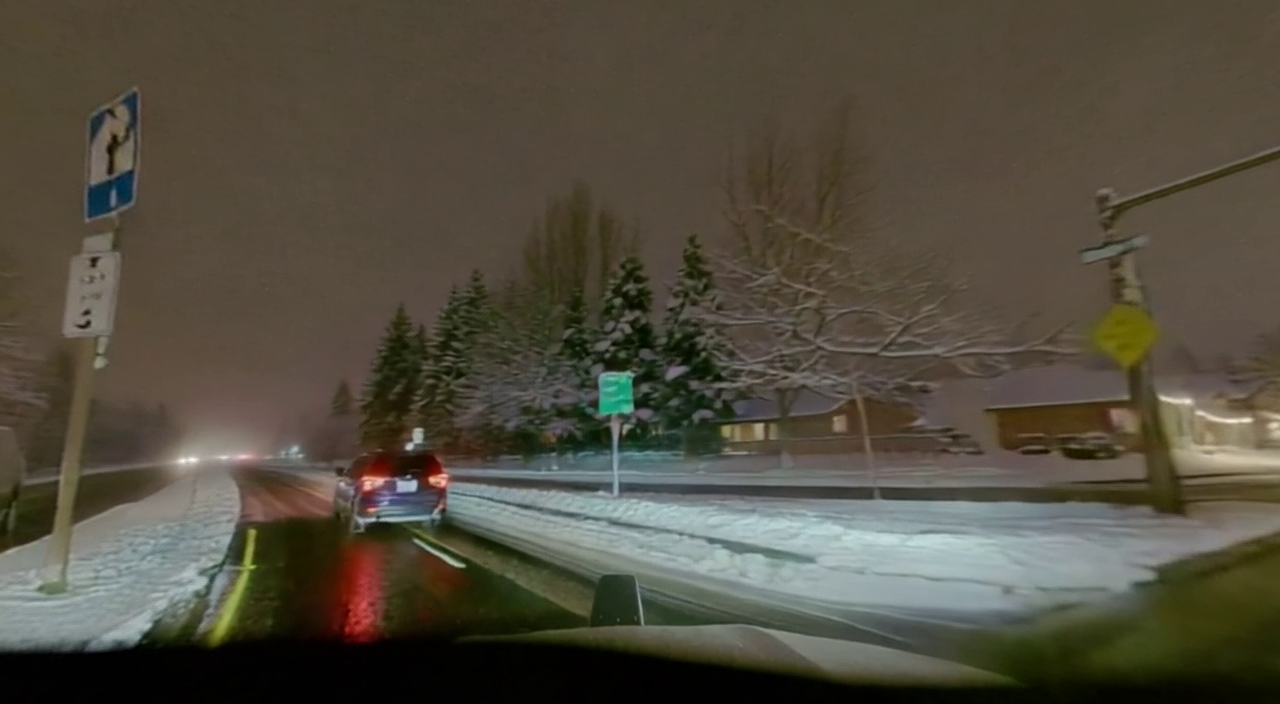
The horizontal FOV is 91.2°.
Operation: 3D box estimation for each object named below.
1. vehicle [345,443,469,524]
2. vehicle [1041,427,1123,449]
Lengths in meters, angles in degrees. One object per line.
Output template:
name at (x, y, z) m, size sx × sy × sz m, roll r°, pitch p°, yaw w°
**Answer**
vehicle at (-5.350, 2.850, 14.098) m, size 2.014 × 1.525 × 3.670 m, roll 4°, pitch -10°, yaw -29°
vehicle at (32.667, 6.420, 46.470) m, size 1.803 × 1.526 × 4.529 m, roll 4°, pitch -10°, yaw -30°
